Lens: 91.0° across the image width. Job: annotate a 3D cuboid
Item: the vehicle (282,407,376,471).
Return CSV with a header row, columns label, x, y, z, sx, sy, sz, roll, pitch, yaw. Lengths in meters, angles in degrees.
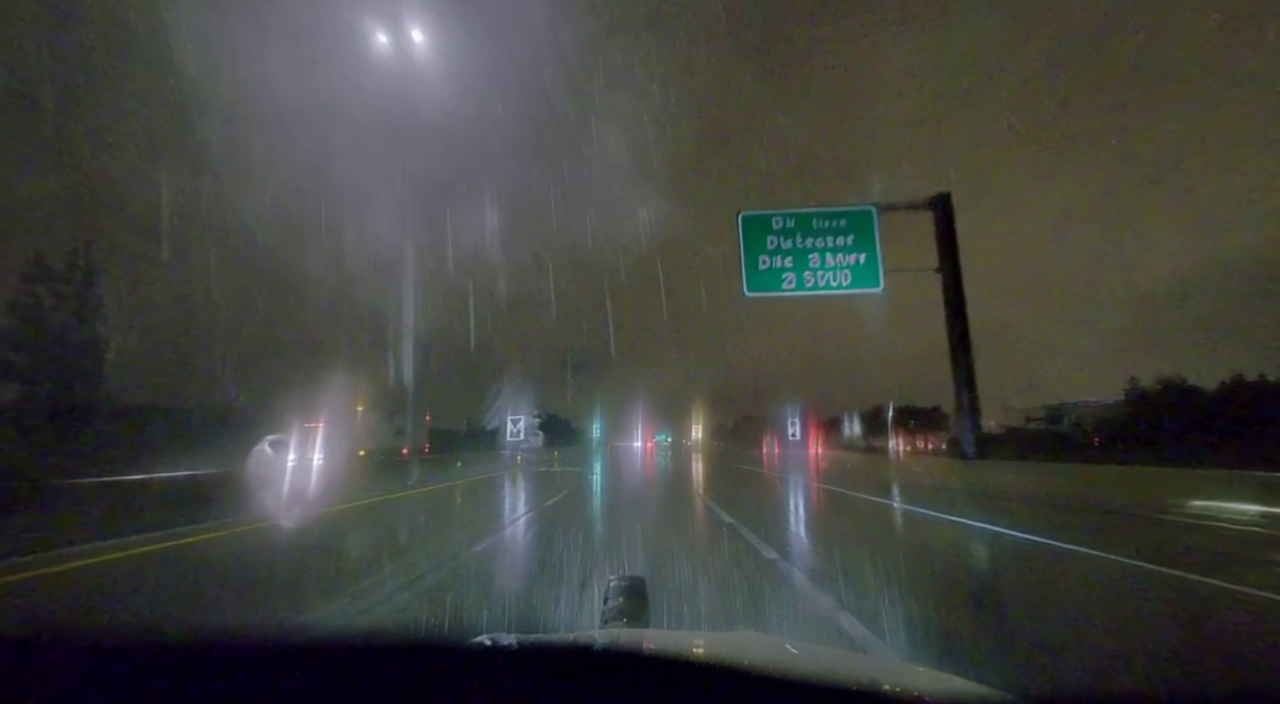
label,x,y,z,sx,sy,sz,roll,pitch,yaw
vehicle,-20.838,5.906,42.696,2.978,3.938,6.366,0,-8,1
